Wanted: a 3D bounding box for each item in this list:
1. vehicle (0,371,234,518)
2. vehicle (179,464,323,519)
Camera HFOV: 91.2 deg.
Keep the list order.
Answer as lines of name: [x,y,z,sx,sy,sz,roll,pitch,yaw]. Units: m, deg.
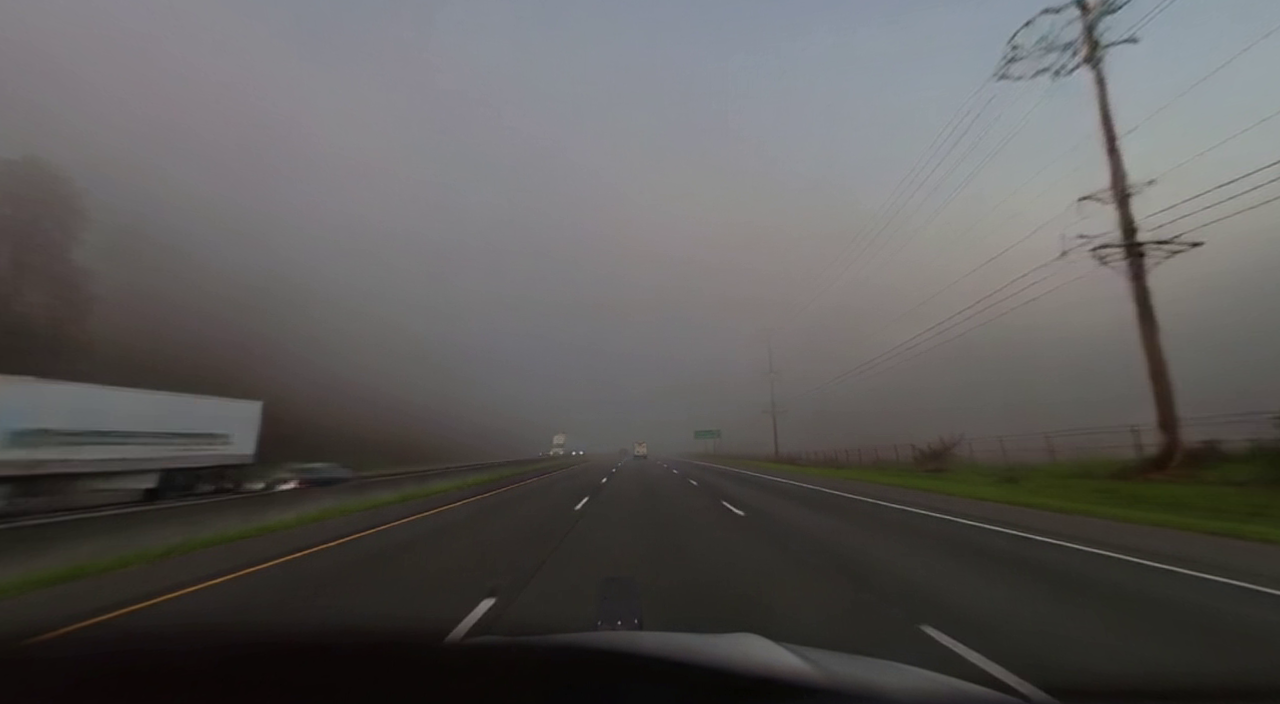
vehicle: [-19.584,3.061,20.541,3.123,4.065,14.086,0,-9,0]
vehicle: [-12.024,4.305,19.757,2.053,1.445,3.969,0,-9,-1]
